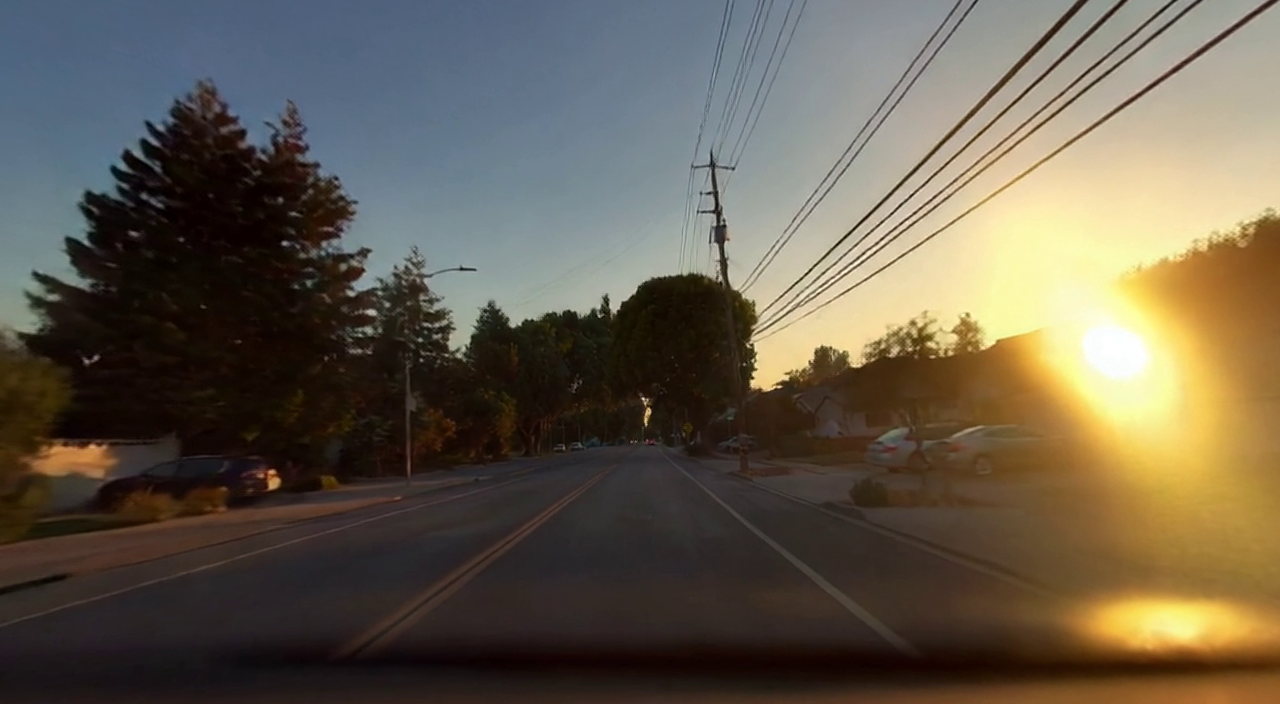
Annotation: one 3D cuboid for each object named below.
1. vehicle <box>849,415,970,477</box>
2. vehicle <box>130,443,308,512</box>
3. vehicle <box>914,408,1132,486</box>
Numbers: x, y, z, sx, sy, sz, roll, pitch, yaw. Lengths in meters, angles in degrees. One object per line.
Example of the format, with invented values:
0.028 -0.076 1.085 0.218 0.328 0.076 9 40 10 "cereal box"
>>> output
9.590 3.261 22.185 2.087 1.903 5.134 -8 -11 44 "vehicle"
-13.053 3.873 20.042 2.053 1.906 4.889 -1 -9 3 "vehicle"
10.411 2.615 17.442 4.626 1.731 2.007 -3 -8 -1 "vehicle"
